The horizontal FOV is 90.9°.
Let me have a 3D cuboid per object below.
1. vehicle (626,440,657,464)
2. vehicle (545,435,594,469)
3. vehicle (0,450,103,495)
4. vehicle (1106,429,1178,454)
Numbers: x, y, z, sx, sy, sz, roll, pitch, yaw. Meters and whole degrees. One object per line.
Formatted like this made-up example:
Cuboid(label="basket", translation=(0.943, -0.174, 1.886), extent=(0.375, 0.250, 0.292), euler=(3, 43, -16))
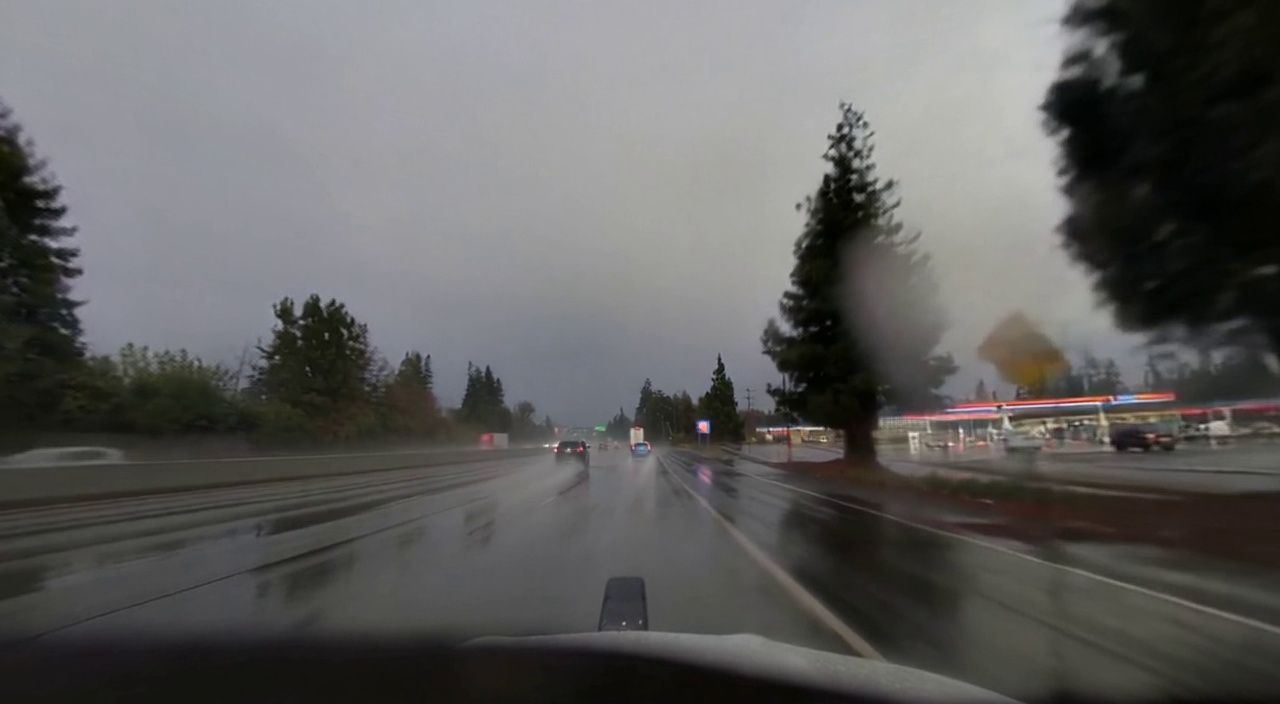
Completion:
Cuboid(label="vehicle", translation=(0.067, 6.908, 43.712), extent=(1.982, 1.524, 3.800), euler=(0, -9, -2))
Cuboid(label="vehicle", translation=(-4.059, 5.878, 37.163), extent=(2.273, 1.884, 4.515), euler=(0, -9, 1))
Cuboid(label="vehicle", translation=(-24.644, 4.786, 25.508), extent=(1.850, 1.618, 4.548), euler=(0, -9, -1))
Cuboid(label="vehicle", translation=(30.584, 5.456, 38.382), extent=(4.664, 1.408, 1.774), euler=(5, -10, -30))
